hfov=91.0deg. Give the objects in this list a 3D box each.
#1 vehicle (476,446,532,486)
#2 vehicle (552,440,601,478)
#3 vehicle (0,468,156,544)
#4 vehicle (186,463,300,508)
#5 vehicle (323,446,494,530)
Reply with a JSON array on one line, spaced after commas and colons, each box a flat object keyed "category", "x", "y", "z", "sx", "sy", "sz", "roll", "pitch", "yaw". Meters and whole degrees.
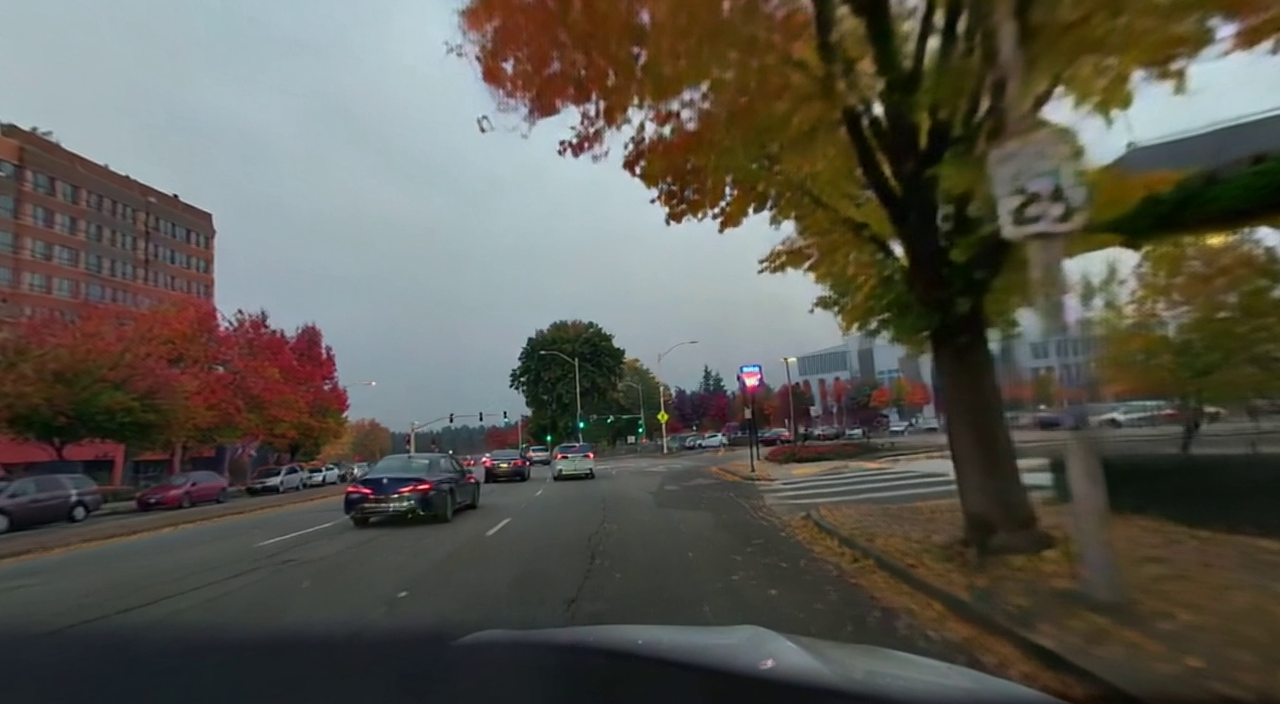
[{"category": "vehicle", "x": -5.796, "y": 4.891, "z": 27.360, "sx": 1.974, "sy": 1.549, "sz": 4.603, "roll": 2, "pitch": -9, "yaw": -7}, {"category": "vehicle", "x": -3.172, "y": 5.201, "z": 30.876, "sx": 2.144, "sy": 1.704, "sz": 4.028, "roll": 2, "pitch": -9, "yaw": -8}, {"category": "vehicle", "x": -15.786, "y": 3.969, "z": 16.810, "sx": 1.968, "sy": 1.574, "sz": 4.683, "roll": 0, "pitch": -9, "yaw": 0}, {"category": "vehicle", "x": -16.210, "y": 5.452, "z": 26.037, "sx": 2.010, "sy": 1.530, "sz": 4.534, "roll": 1, "pitch": -9, "yaw": -4}, {"category": "vehicle", "x": -4.846, "y": 2.889, "z": 14.202, "sx": 2.090, "sy": 1.506, "sz": 5.326, "roll": 1, "pitch": -9, "yaw": -3}]
